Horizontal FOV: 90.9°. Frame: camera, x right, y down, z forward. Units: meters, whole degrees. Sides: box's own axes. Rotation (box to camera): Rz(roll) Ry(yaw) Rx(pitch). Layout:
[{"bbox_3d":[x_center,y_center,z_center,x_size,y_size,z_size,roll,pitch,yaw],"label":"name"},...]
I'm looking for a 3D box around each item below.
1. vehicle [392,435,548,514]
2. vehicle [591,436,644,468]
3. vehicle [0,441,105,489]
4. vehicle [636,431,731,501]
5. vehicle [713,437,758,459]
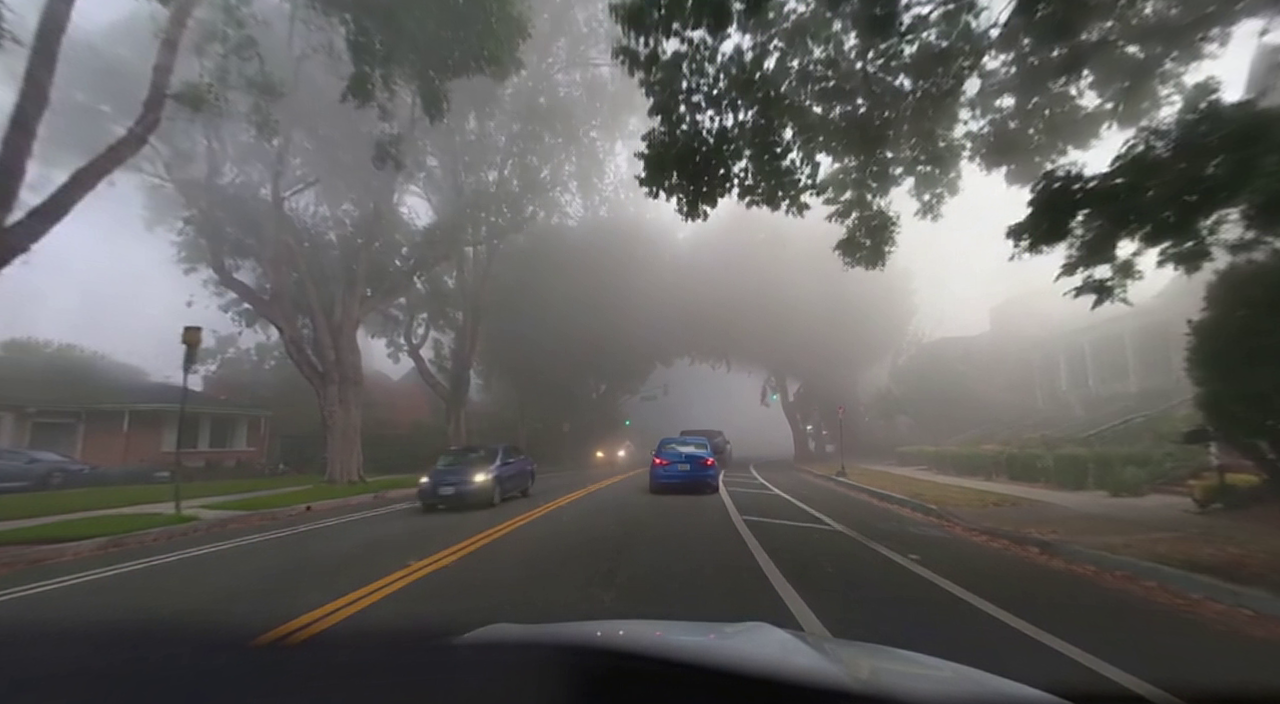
[{"bbox_3d":[-3.592,2.676,14.333,1.961,1.498,4.401,-1,-8,5],"label":"vehicle"},{"bbox_3d":[-1.196,5.729,36.159,2.082,1.682,4.623,-1,-9,11],"label":"vehicle"},{"bbox_3d":[-20.142,3.564,20.079,1.937,1.450,4.422,-1,-8,9],"label":"vehicle"},{"bbox_3d":[1.060,2.818,15.932,2.070,1.516,3.936,0,-8,3],"label":"vehicle"},{"bbox_3d":[7.542,7.502,49.300,1.988,1.601,4.353,-5,-10,30],"label":"vehicle"}]
